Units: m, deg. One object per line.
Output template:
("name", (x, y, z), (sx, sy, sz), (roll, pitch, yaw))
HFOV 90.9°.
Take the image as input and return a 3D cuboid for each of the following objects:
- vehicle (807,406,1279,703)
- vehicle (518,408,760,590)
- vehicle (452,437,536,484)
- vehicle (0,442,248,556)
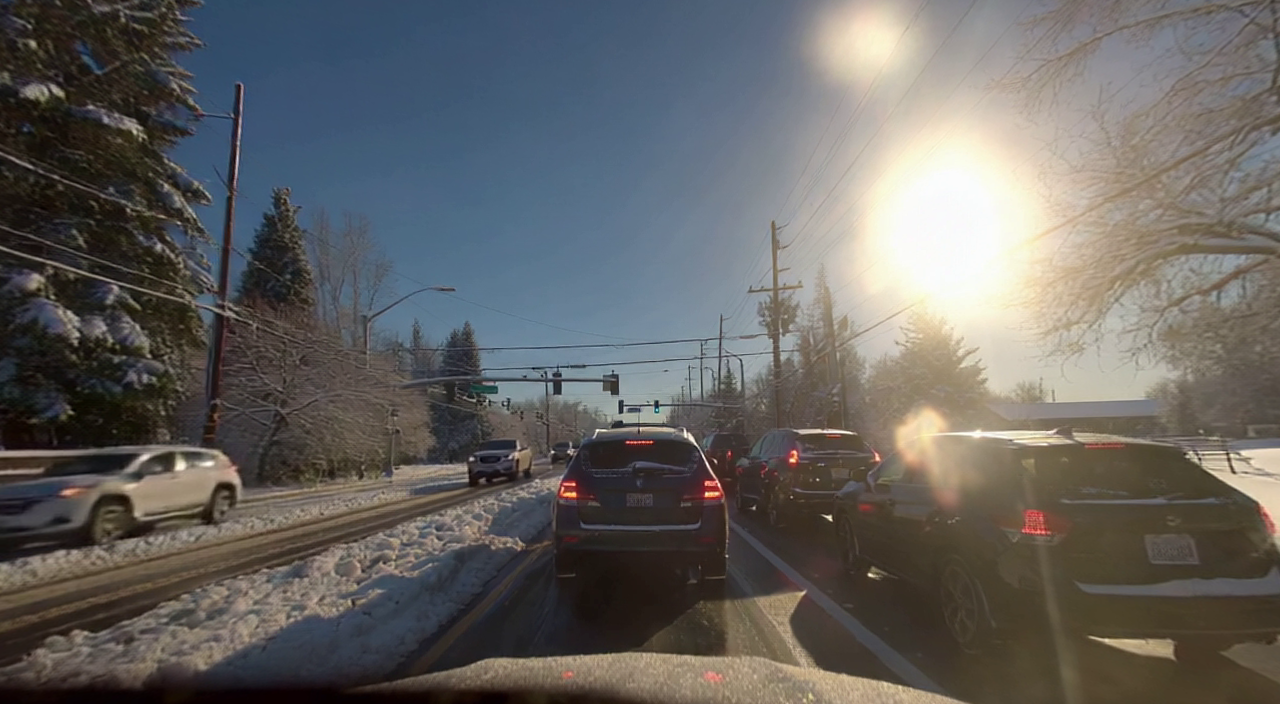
("vehicle", (2.881, 1.306, 4.988), (1.950, 1.487, 4.275), (0, -8, 0))
("vehicle", (0.005, 1.658, 7.909), (2.200, 1.653, 4.127), (0, -8, 1))
("vehicle", (-5.955, 4.493, 26.375), (2.253, 1.751, 4.700), (-1, -8, 2))
("vehicle", (-10.036, 2.599, 12.029), (2.003, 1.705, 4.747), (0, -8, 1))
